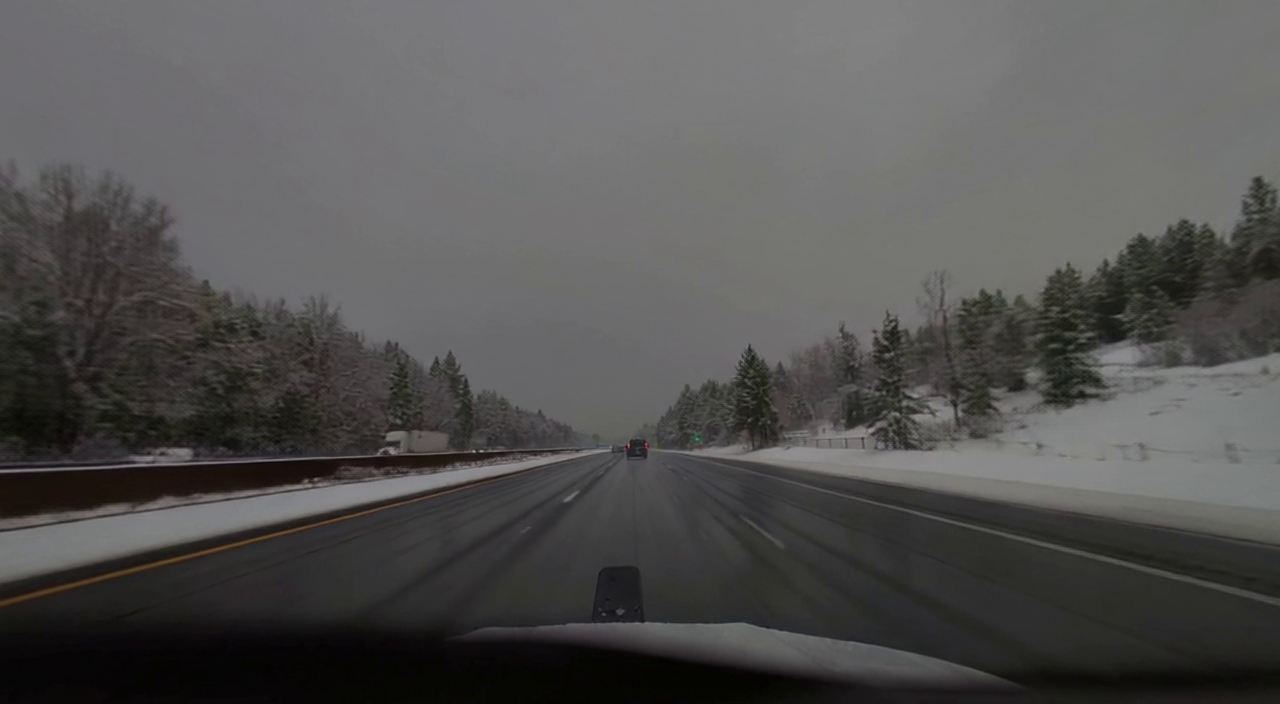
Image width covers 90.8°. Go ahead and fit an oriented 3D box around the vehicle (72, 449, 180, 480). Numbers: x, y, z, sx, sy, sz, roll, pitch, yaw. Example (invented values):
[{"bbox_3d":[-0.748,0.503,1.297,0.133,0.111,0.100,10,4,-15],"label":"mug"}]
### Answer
[{"bbox_3d":[-36.498,7.984,45.188,2.205,2.001,6.465,0,-9,0],"label":"vehicle"}]
